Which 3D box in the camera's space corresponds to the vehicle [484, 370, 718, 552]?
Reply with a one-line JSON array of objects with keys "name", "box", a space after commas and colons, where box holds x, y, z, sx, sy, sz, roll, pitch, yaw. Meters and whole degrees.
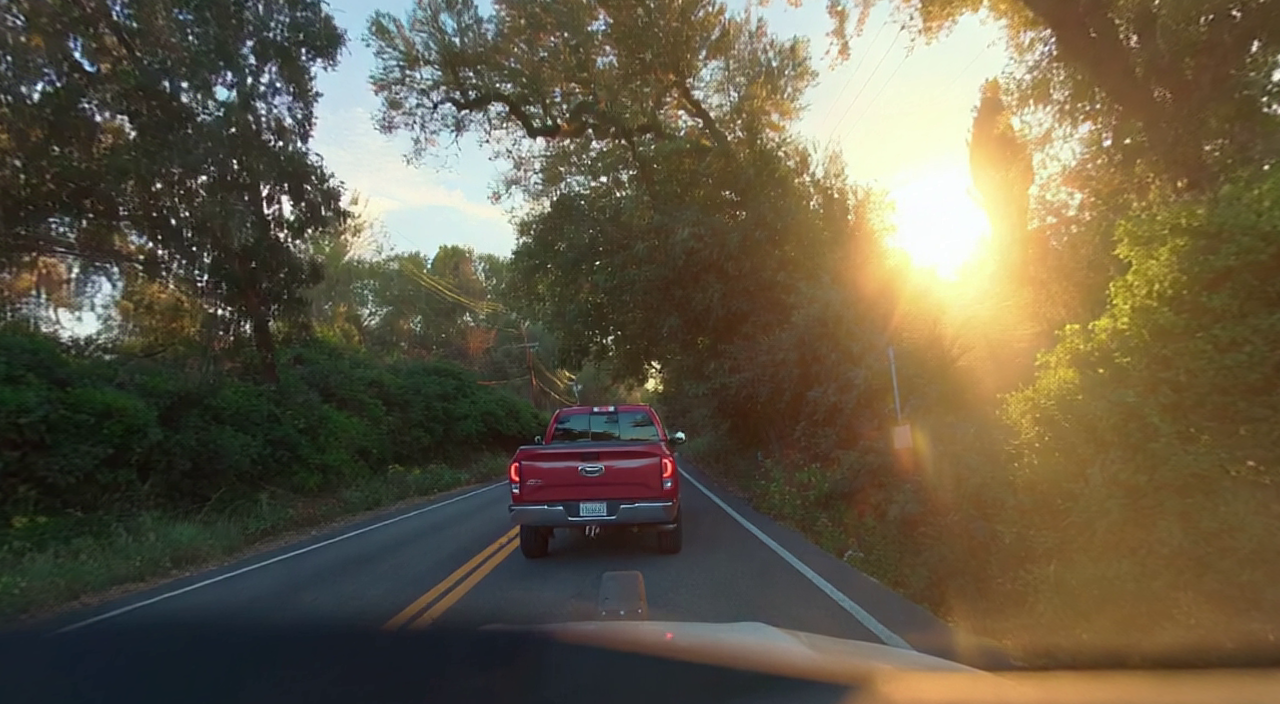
[{"name": "vehicle", "box": [-0.519, 1.762, 10.753, 2.837, 2.223, 5.885, 0, -8, -1]}]
